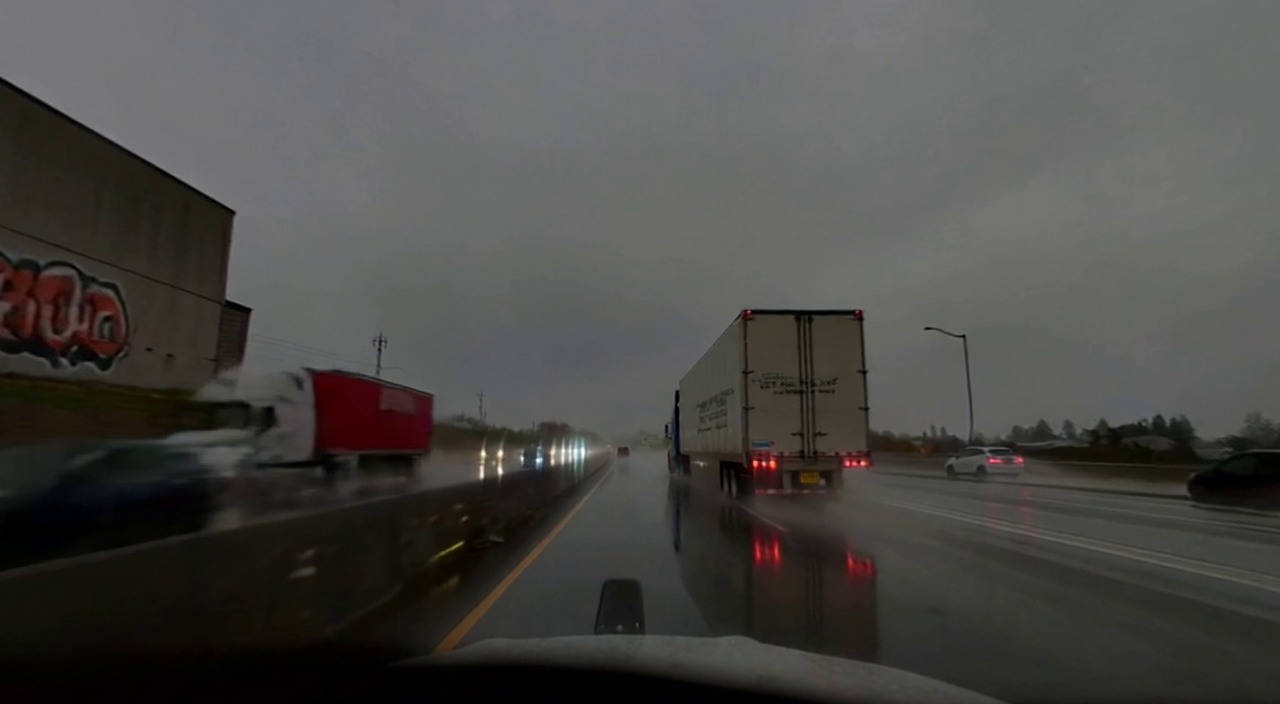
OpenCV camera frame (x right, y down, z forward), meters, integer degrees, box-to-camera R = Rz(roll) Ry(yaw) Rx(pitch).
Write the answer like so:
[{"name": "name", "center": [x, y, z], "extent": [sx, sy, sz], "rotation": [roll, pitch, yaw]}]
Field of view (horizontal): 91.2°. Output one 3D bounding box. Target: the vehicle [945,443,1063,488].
[{"name": "vehicle", "center": [14.594, 4.551, 25.490], "extent": [2.107, 1.648, 4.324], "rotation": [0, -9, -1]}]

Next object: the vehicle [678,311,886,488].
[{"name": "vehicle", "center": [3.938, 2.494, 24.067], "extent": [3.317, 4.314, 17.803], "rotation": [0, -9, -2]}]

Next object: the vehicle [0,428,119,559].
[{"name": "vehicle", "center": [-8.403, 1.569, 6.788], "extent": [1.977, 1.494, 4.096], "rotation": [0, -9, 0]}]

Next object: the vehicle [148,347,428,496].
[{"name": "vehicle", "center": [-11.895, 2.941, 24.044], "extent": [2.873, 4.040, 14.050], "rotation": [0, -9, -1]}]
